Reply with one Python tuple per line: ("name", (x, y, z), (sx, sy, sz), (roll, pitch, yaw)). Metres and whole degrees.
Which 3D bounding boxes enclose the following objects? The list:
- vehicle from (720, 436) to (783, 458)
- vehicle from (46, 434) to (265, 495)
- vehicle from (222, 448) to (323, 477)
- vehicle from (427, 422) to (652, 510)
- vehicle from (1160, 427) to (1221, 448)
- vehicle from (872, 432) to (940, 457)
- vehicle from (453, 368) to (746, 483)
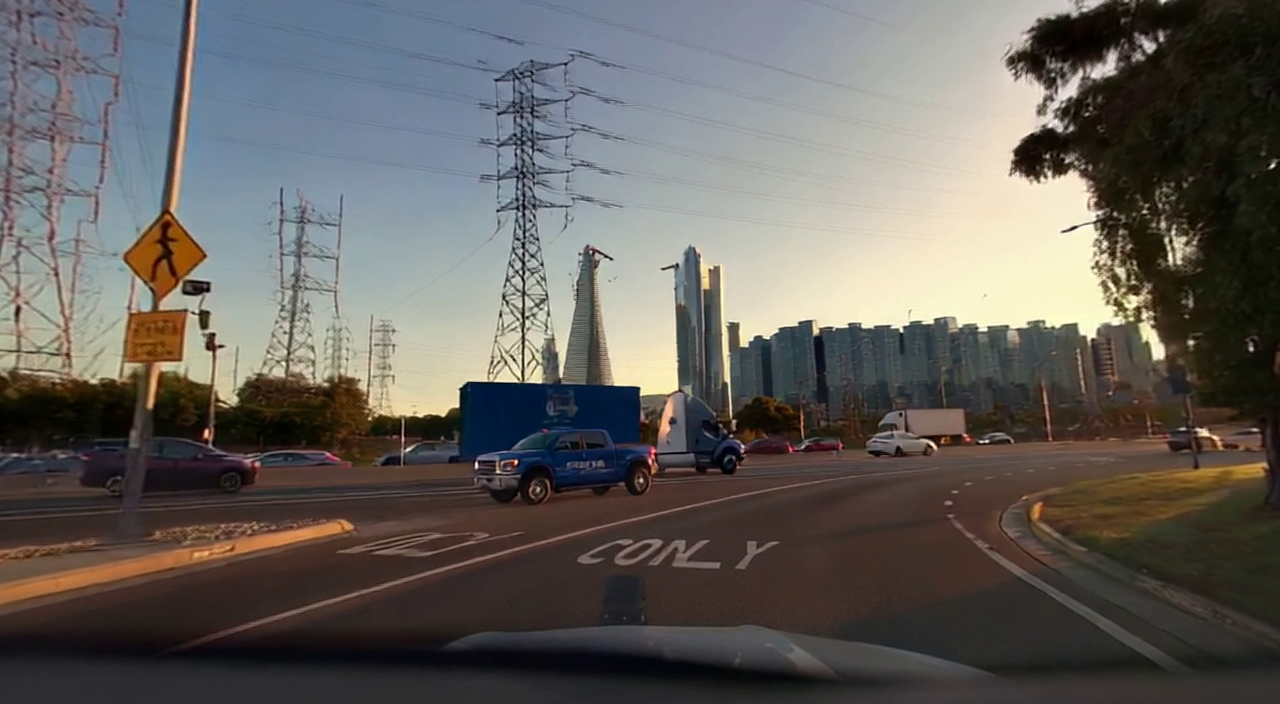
("vehicle", (8.502, 7.214, 47.884), (4.532, 1.567, 1.847), (4, -10, -29))
("vehicle", (-17.086, 3.985, 22.807), (5.866, 1.950, 2.266), (4, -10, -28))
("vehicle", (-18.931, 5.685, 32.632), (4.325, 1.388, 1.748), (4, -10, -29))
("vehicle", (-2.378, 2.771, 15.818), (5.132, 1.848, 2.101), (6, -10, -36))
("vehicle", (43.141, 6.725, 49.420), (4.543, 1.586, 1.983), (4, -10, -28))
("vehicle", (18.063, 6.257, 42.817), (4.234, 1.589, 1.923), (4, -10, -28))
("vehicle", (-1.291, 3.057, 25.565), (11.567, 3.933, 2.903), (4, -10, -29))
